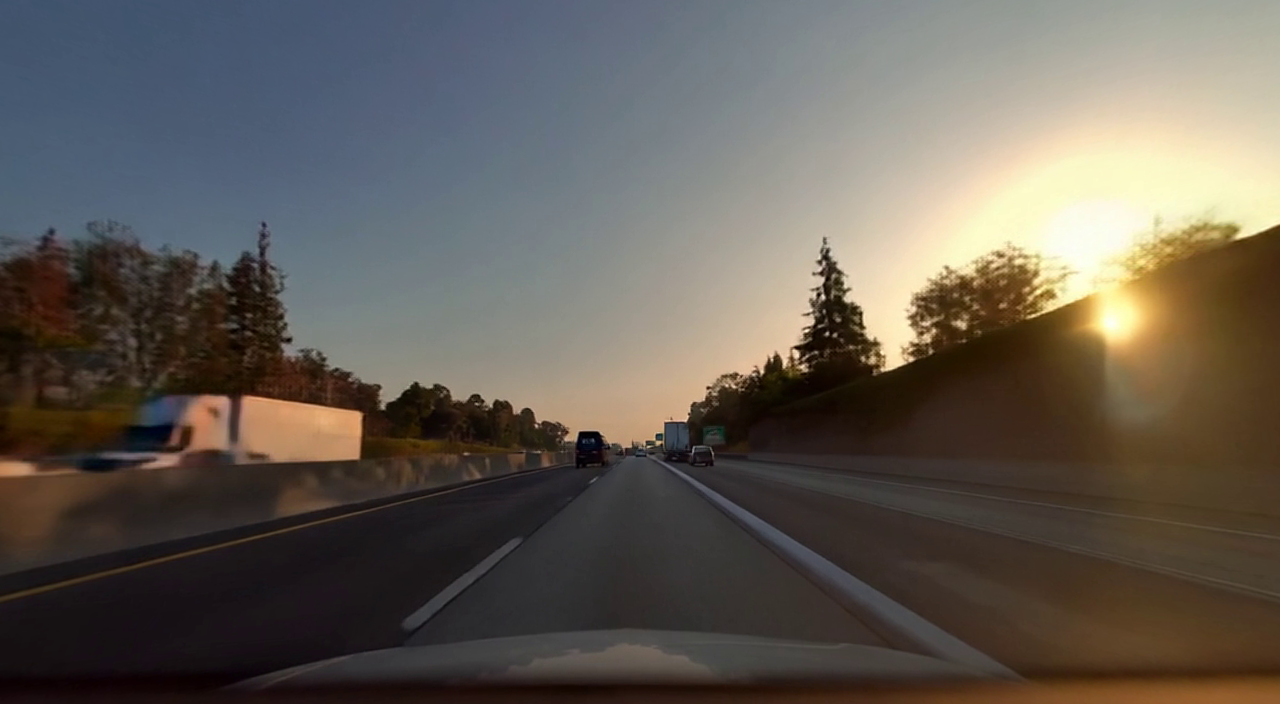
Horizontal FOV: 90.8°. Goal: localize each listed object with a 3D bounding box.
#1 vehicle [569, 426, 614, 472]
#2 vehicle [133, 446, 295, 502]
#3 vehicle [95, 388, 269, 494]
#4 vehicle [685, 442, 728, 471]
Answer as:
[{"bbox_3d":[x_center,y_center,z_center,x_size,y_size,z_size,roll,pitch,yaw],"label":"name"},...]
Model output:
[{"bbox_3d":[-2.993,6.209,40.385,2.380,2.648,6.879,0,-9,-1],"label":"vehicle"},{"bbox_3d":[-12.440,3.562,18.844,1.829,1.445,4.332,0,-9,0],"label":"vehicle"},{"bbox_3d":[-20.378,4.068,28.693,3.054,4.226,6.203,0,-9,0],"label":"vehicle"},{"bbox_3d":[3.956,6.323,38.339,2.066,1.638,4.158,0,-9,-2],"label":"vehicle"}]
